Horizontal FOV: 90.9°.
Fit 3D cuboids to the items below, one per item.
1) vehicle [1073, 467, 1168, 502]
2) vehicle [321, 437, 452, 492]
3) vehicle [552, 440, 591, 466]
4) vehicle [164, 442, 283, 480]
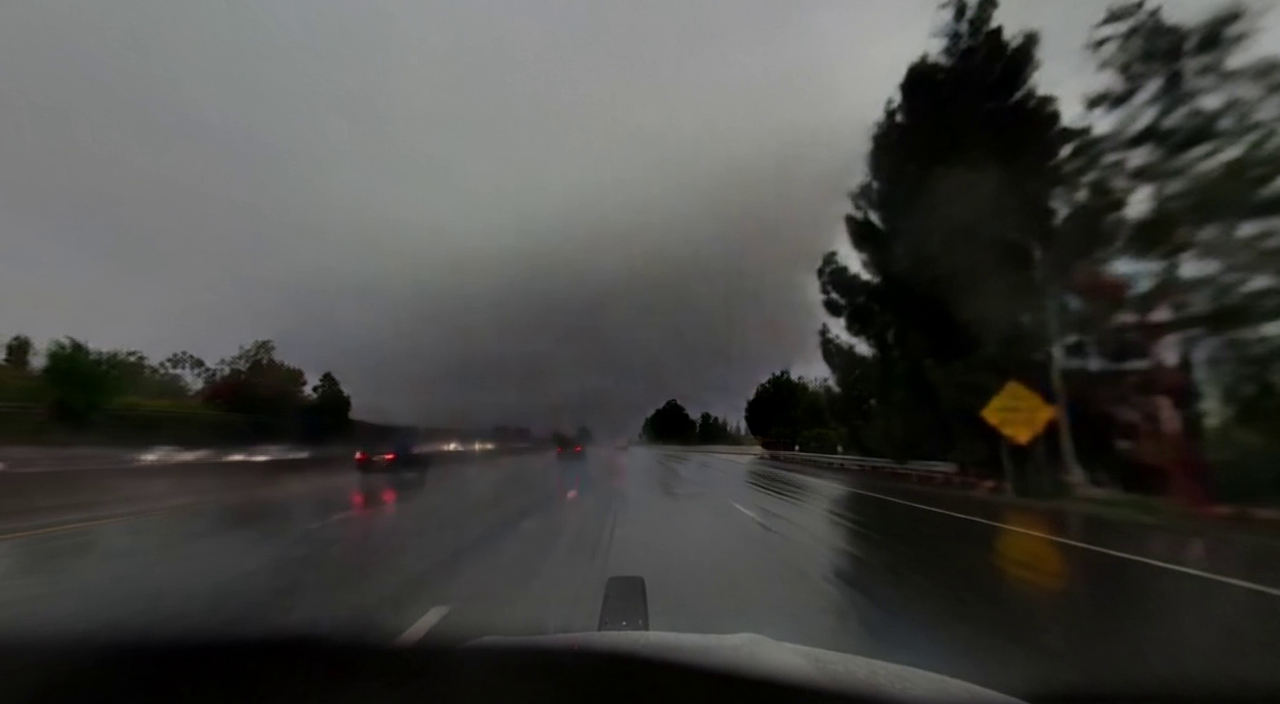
[{"bbox_3d":[24.200,6.682,31.978,2.005,1.478,4.056,-1,-8,8],"label":"vehicle"},{"bbox_3d":[-7.498,3.357,19.262,2.038,1.463,4.656,0,-8,0],"label":"vehicle"},{"bbox_3d":[-4.074,6.091,38.109,1.936,1.465,4.060,0,-8,0],"label":"vehicle"},{"bbox_3d":[-17.184,4.478,26.328,1.979,1.433,4.404,0,-8,-1],"label":"vehicle"}]
